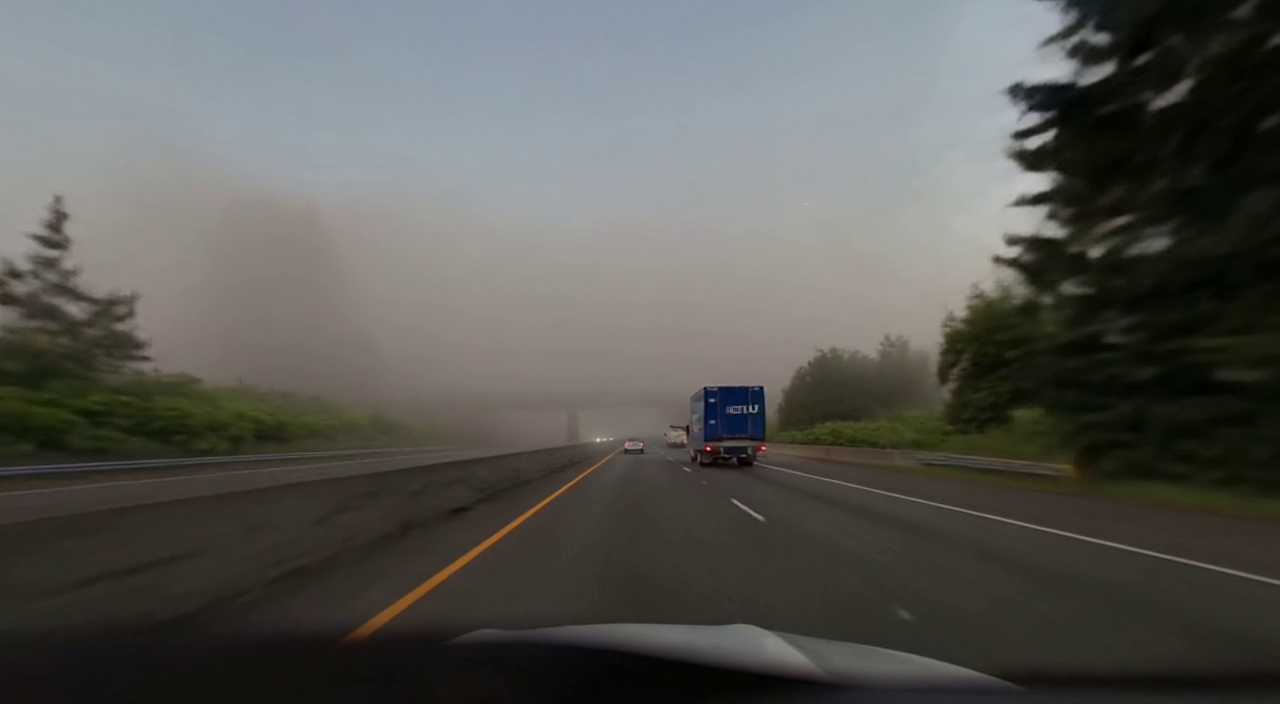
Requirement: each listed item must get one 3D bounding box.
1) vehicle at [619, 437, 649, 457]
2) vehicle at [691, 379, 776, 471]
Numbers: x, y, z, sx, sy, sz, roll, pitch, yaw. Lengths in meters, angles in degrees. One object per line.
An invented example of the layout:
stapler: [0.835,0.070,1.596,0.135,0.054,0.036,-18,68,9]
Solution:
vehicle: [-0.414,6.627,44.378,1.996,1.325,4.029,0,-8,0]
vehicle: [3.702,2.982,25.647,2.913,3.491,2.811,0,-8,-1]
